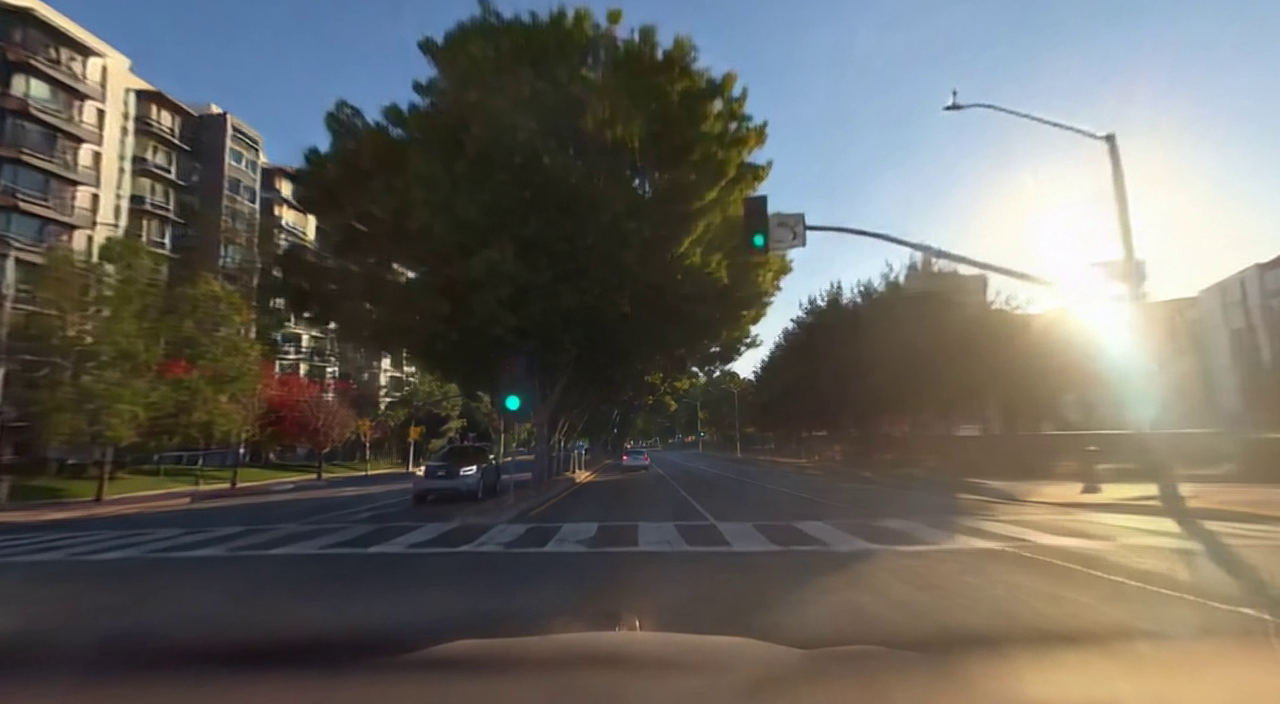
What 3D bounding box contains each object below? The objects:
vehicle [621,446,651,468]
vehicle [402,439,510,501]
[{"bbox_3d":[-0.300,7.477,44.813,2.064,1.477,3.968,0,-9,-1],"label":"vehicle"},{"bbox_3d":[-5.385,3.506,19.058,2.016,1.631,4.148,0,-9,-1],"label":"vehicle"}]
